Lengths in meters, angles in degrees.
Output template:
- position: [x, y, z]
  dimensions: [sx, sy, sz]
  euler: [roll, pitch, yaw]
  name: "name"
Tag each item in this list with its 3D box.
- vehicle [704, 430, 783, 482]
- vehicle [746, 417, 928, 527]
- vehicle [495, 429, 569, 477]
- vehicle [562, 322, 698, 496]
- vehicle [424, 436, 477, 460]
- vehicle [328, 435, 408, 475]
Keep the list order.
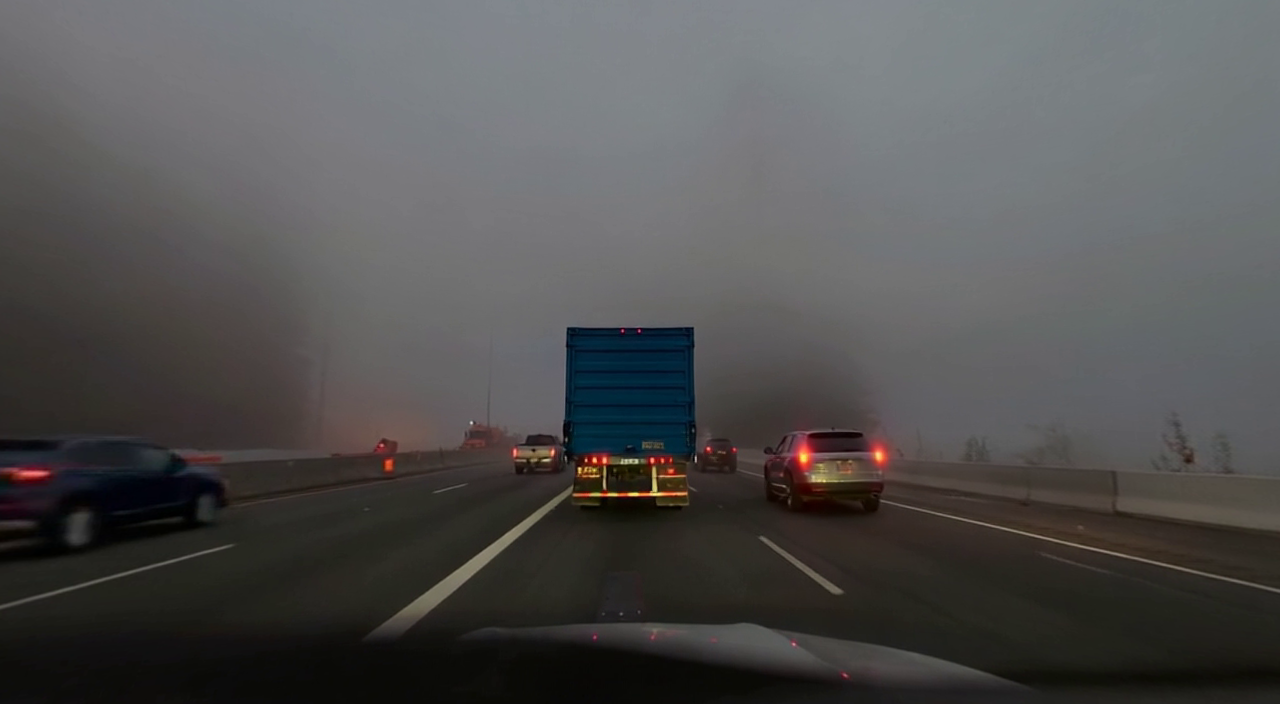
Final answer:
- position: [3.711, 3.827, 23.366]
  dimensions: [1.998, 1.713, 4.149]
  euler: [1, -9, -4]
  name: "vehicle"
- position: [3.459, 2.211, 12.063]
  dimensions: [2.103, 1.713, 4.173]
  euler: [0, -9, 0]
  name: "vehicle"
- position: [-4.246, 4.079, 25.572]
  dimensions: [2.095, 1.736, 4.529]
  euler: [0, -9, 1]
  name: "vehicle"
- position: [-0.201, 2.028, 19.419]
  dimensions: [3.067, 3.940, 10.154]
  euler: [0, -9, 0]
  name: "vehicle"
- position: [-12.578, 6.401, 41.995]
  dimensions: [1.887, 1.511, 4.152]
  euler: [-1, -9, 6]
  name: "vehicle"
- position: [-13.020, 4.933, 30.537]
  dimensions: [2.054, 1.708, 4.663]
  euler: [3, -8, -4]
  name: "vehicle"
